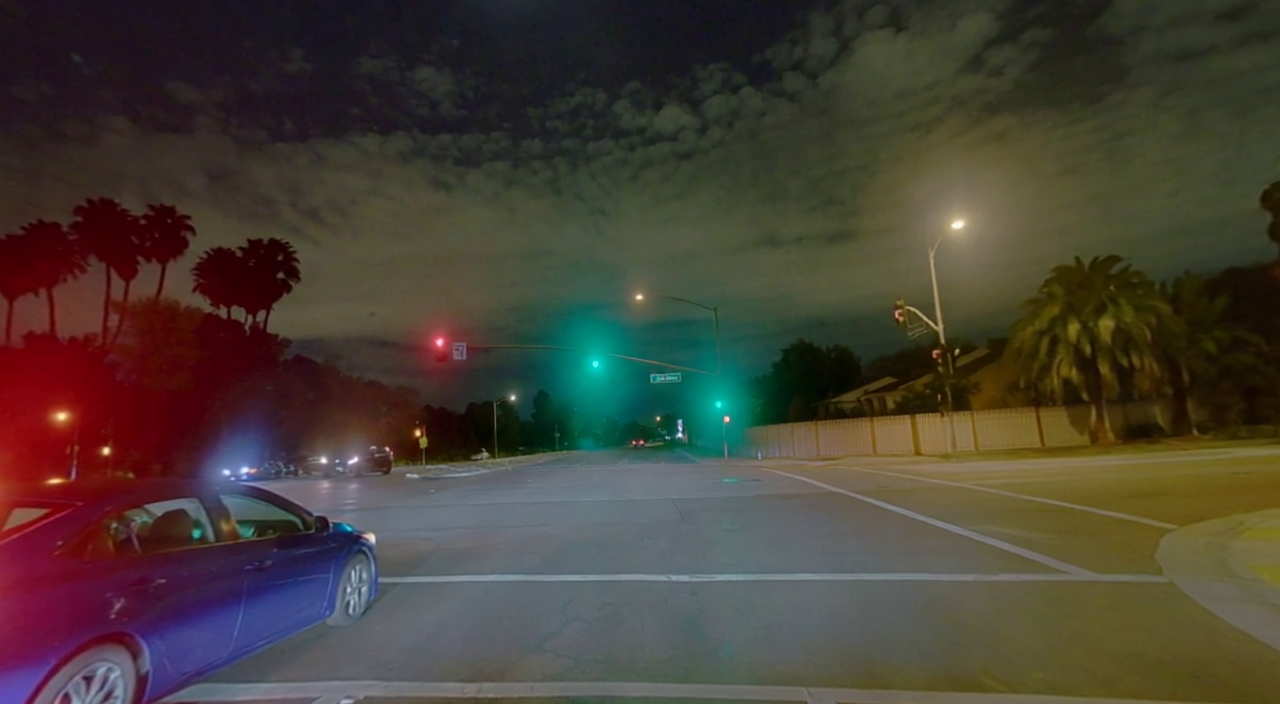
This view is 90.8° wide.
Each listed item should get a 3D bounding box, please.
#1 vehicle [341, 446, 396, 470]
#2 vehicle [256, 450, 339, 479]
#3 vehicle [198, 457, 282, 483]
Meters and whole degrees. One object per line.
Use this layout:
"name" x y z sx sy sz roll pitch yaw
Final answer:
"vehicle" -19.884 7.755 46.531 1.929 1.644 4.763 0 -8 0
"vehicle" -20.045 6.562 37.243 2.084 1.528 4.778 -1 -8 2
"vehicle" -24.113 7.114 38.335 2.019 1.427 4.630 0 -8 2
